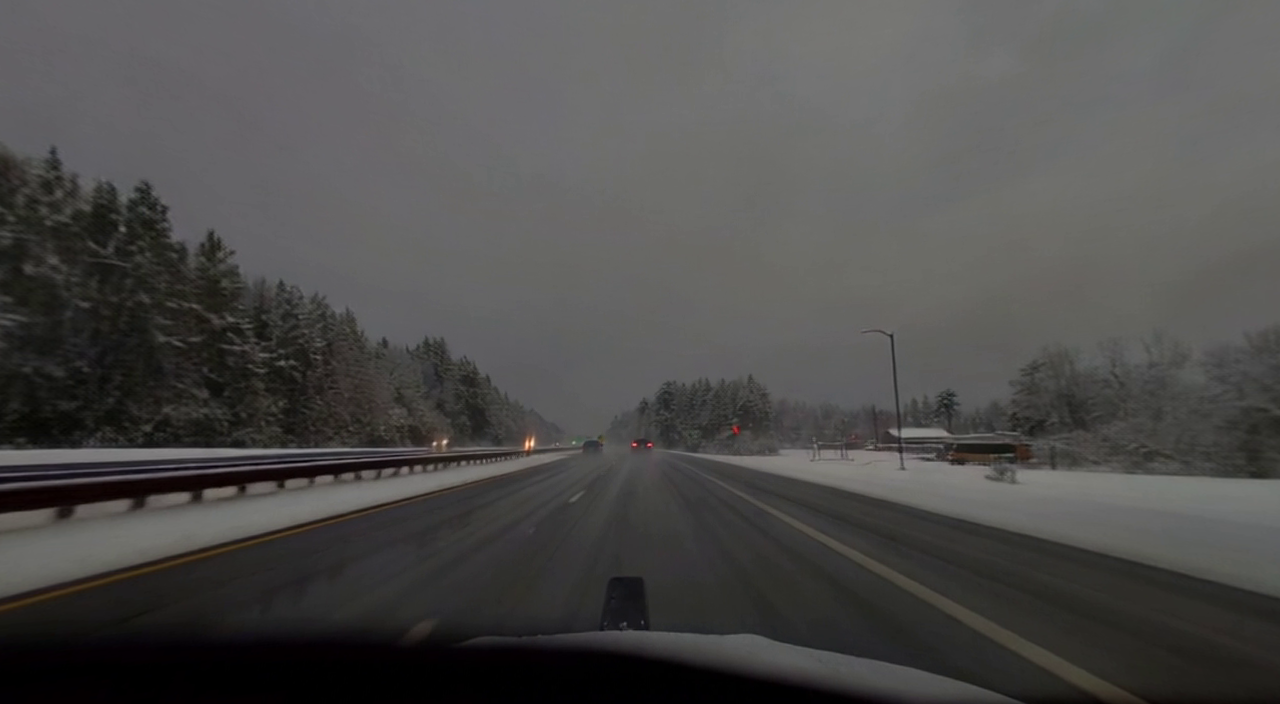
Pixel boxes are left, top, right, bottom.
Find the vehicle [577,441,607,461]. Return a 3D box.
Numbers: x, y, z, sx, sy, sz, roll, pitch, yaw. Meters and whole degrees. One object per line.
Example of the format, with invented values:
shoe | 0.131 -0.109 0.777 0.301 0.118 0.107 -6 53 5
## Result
vehicle | -3.641 7.602 48.448 2.057 1.514 3.845 0 -8 0
